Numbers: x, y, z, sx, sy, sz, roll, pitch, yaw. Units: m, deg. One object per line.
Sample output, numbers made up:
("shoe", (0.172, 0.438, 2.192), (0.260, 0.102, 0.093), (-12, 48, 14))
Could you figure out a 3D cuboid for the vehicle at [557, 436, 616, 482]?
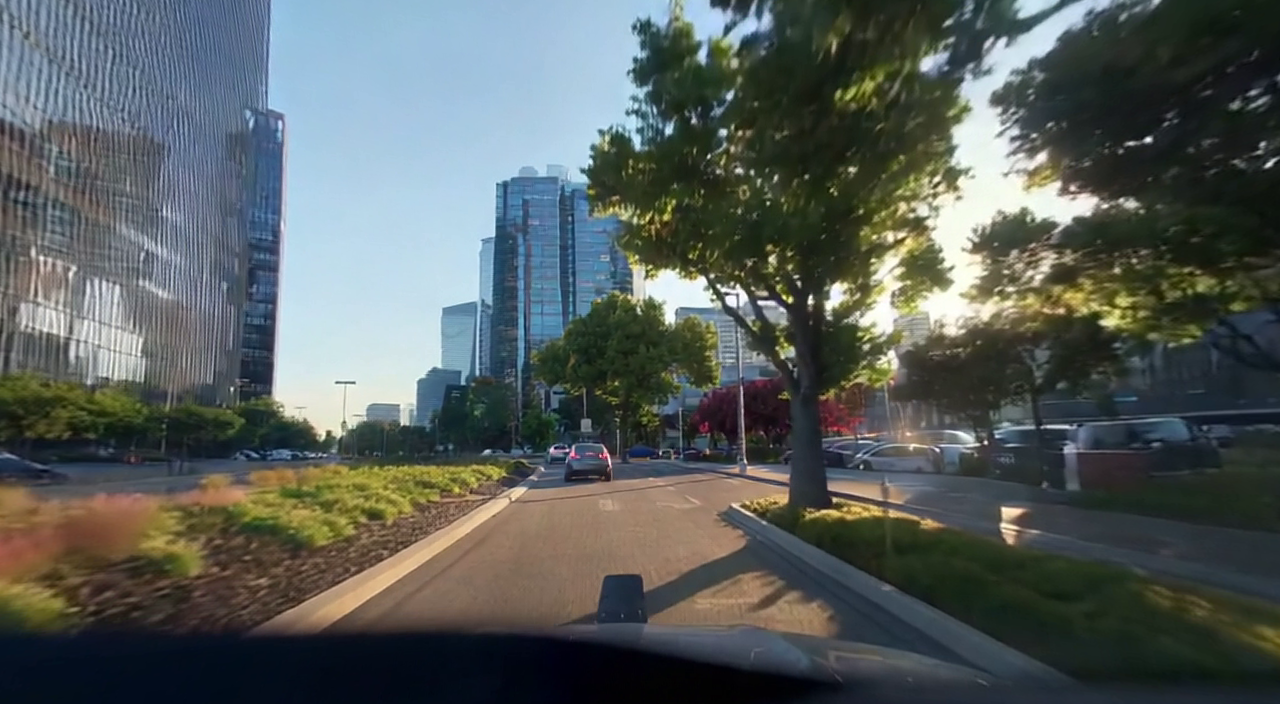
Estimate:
("vehicle", (-2.202, 4.343, 25.890), (2.183, 1.675, 4.319), (1, -8, -5))
